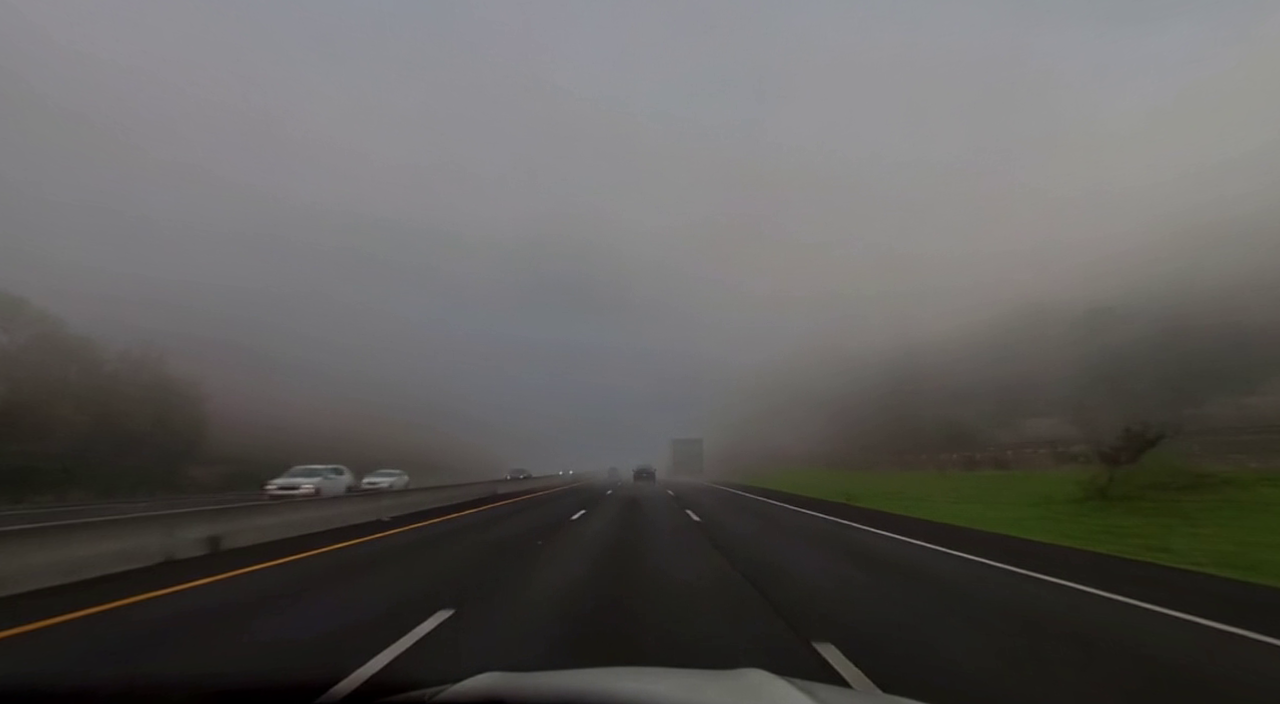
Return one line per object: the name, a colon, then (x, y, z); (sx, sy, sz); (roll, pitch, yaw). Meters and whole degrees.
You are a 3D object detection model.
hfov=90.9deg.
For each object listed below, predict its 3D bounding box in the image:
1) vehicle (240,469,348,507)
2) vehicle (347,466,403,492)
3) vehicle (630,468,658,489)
vehicle: (-14.853, 5.836, 27.389); (1.995, 1.479, 4.651); (0, -10, 1)
vehicle: (-18.416, 8.857, 44.008); (1.886, 1.655, 4.335); (0, -10, 1)
vehicle: (0.317, 9.393, 46.946); (2.015, 1.478, 3.920); (0, -10, 0)
